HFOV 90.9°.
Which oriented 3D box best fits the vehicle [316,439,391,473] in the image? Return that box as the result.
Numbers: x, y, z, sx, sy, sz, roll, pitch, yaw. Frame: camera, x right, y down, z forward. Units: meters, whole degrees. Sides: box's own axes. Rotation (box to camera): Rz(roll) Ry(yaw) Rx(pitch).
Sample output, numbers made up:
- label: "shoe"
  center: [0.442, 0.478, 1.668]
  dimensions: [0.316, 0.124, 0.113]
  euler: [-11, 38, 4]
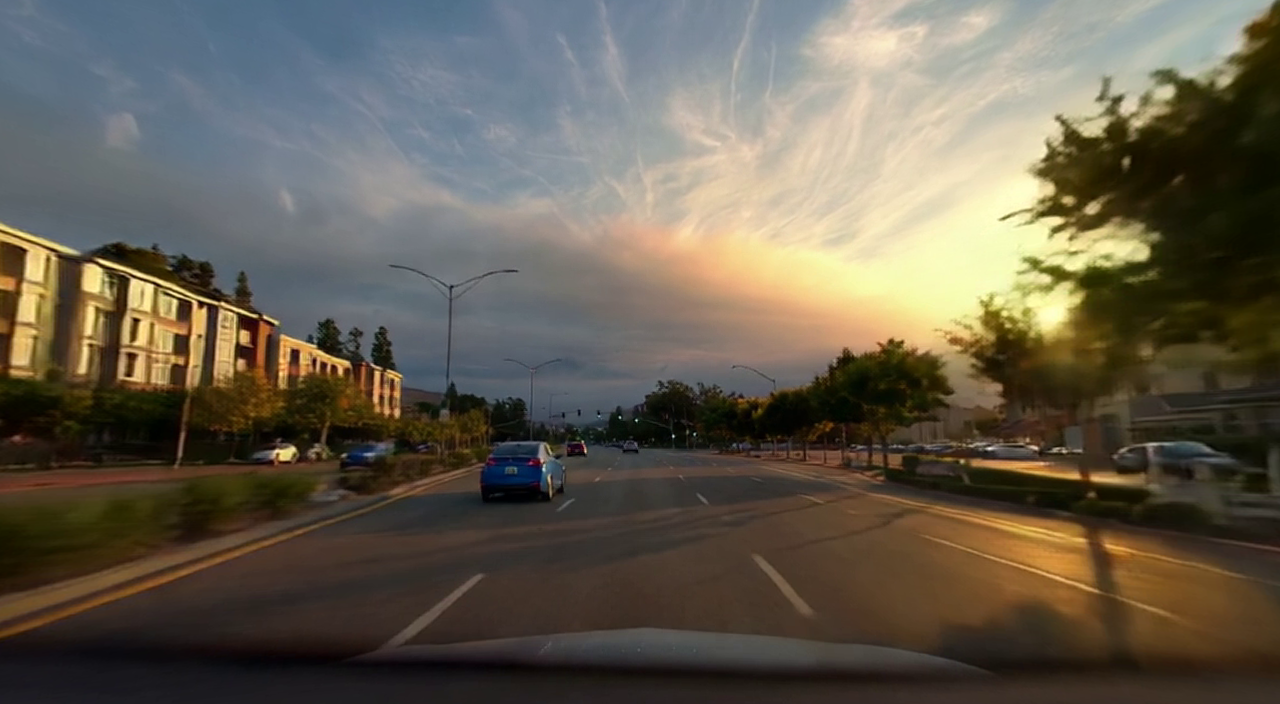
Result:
- label: "vehicle"
  center: [-15.922, 5.767, 35.366]
  dimensions: [2.055, 1.757, 4.724]
  euler: [0, -8, -2]

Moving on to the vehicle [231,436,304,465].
- label: "vehicle"
  center: [-26.631, 7.087, 45.318]
  dimensions: [2.207, 1.909, 4.831]
  euler: [1, -9, 0]

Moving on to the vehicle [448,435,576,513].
- label: "vehicle"
  center: [-2.833, 2.790, 15.040]
  dimensions: [2.009, 1.489, 4.543]
  euler: [-2, -8, 1]
